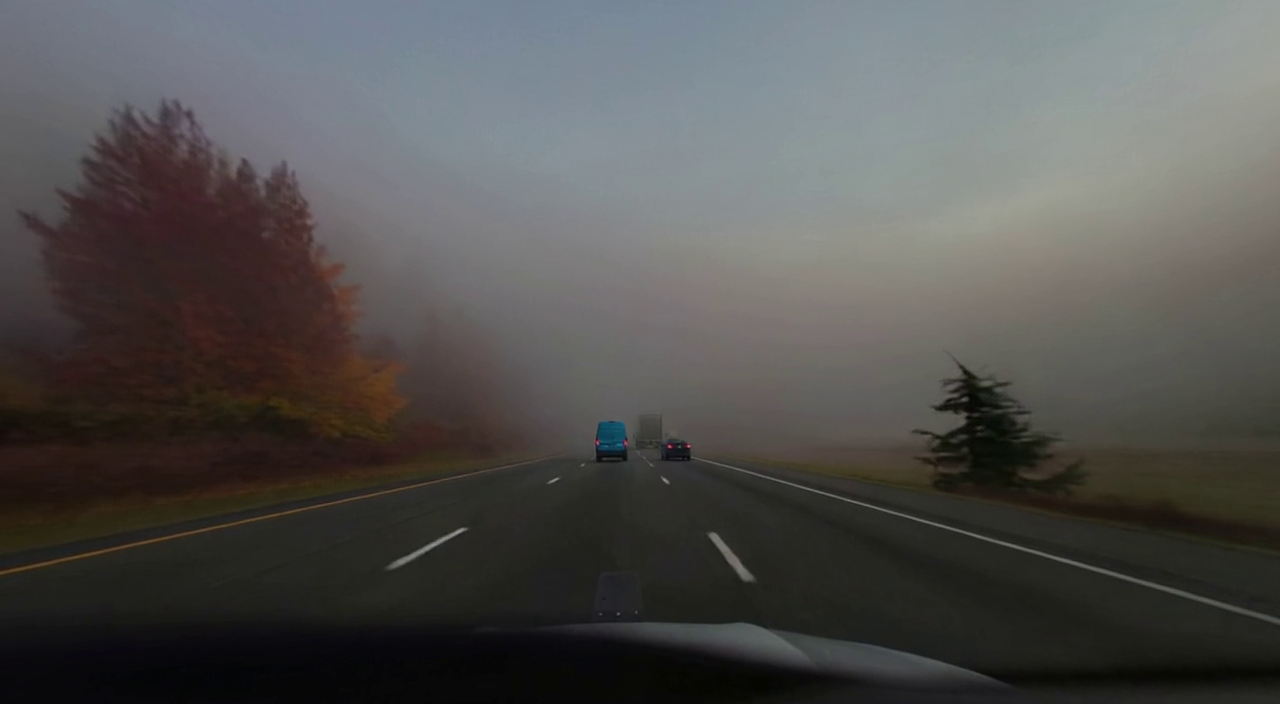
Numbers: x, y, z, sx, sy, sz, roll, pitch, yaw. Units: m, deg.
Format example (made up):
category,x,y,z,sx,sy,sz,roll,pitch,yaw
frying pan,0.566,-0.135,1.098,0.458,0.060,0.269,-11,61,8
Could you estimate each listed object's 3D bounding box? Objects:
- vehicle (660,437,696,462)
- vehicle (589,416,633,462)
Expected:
category,x,y,z,sx,sy,sz,roll,pitch,yaw
vehicle,2.439,6.353,41.257,1.962,1.508,4.363,0,-8,-2
vehicle,-1.689,5.366,38.747,2.389,2.637,5.437,0,-8,0
